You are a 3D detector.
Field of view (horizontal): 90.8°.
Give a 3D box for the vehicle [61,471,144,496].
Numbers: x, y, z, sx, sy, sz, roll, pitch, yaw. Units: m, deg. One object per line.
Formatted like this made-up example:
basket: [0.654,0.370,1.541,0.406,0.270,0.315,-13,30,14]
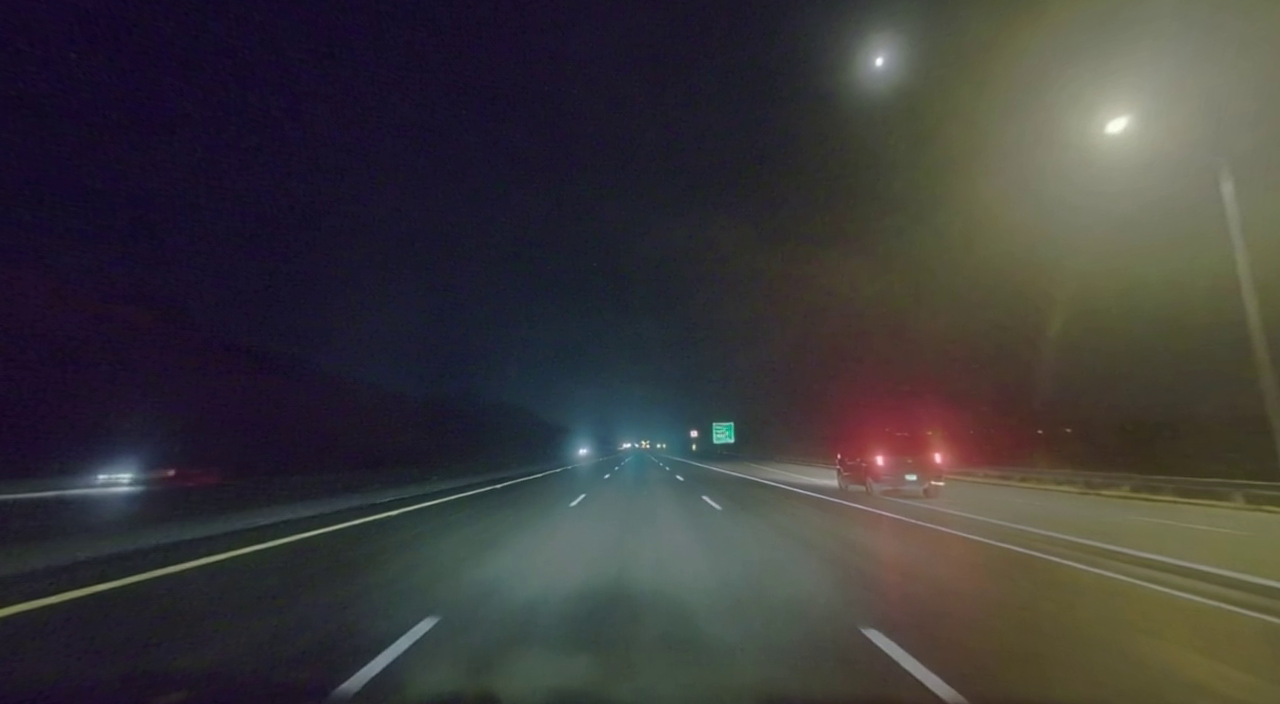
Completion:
vehicle: [-38.901,9.505,45.864,1.790,1.478,4.720,-1,-9,2]
